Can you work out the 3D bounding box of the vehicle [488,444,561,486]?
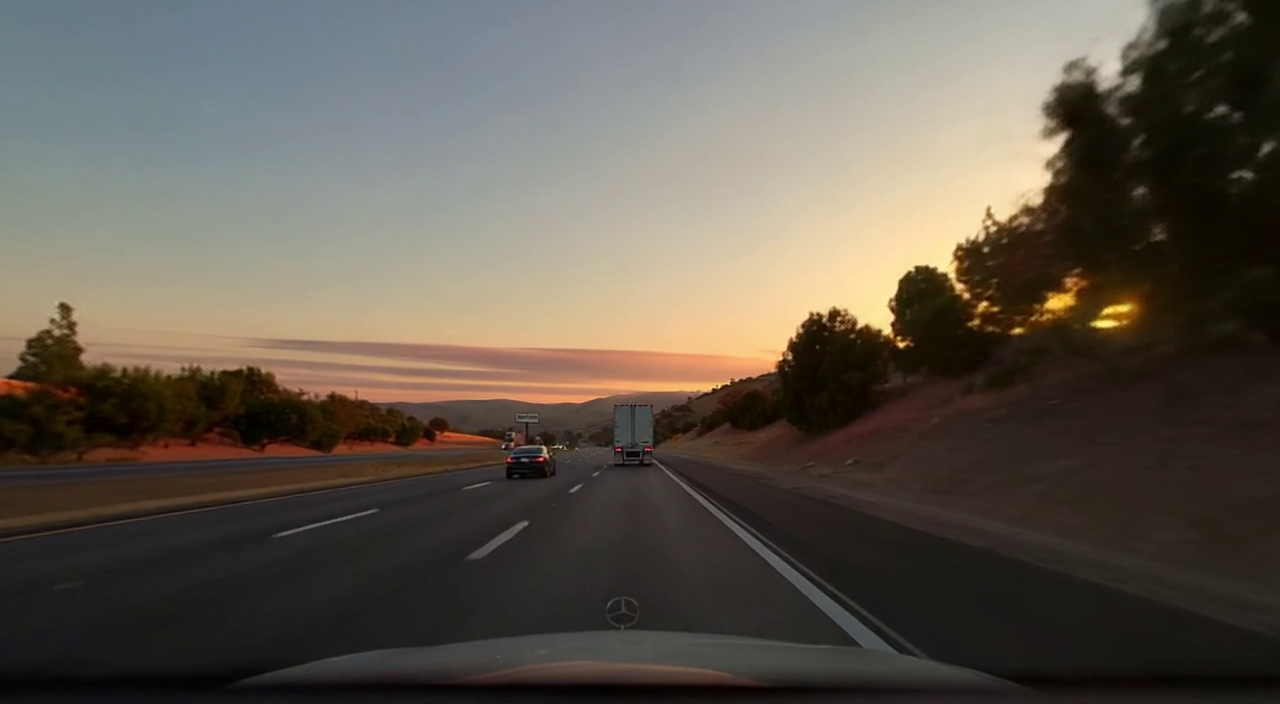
[{"bbox_3d":[-4.423,4.389,24.922,1.892,1.471,5.047,0,-9,0],"label":"vehicle"}]
